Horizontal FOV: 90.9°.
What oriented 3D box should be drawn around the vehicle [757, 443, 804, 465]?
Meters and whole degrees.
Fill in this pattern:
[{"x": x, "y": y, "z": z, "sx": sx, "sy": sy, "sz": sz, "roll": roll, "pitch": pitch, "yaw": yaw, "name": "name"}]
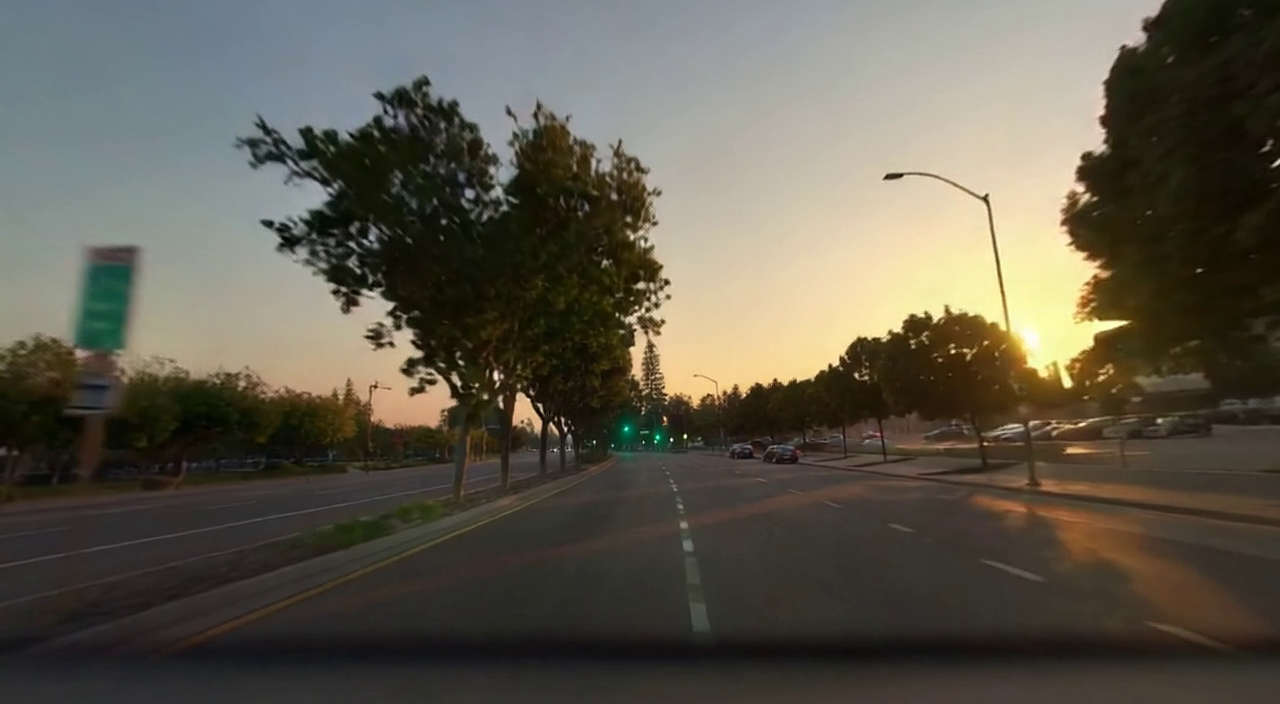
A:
[{"x": 10.486, "y": 7.656, "z": 47.555, "sx": 2.109, "sy": 1.533, "sz": 5.664, "roll": 0, "pitch": -9, "yaw": -1, "name": "vehicle"}]
